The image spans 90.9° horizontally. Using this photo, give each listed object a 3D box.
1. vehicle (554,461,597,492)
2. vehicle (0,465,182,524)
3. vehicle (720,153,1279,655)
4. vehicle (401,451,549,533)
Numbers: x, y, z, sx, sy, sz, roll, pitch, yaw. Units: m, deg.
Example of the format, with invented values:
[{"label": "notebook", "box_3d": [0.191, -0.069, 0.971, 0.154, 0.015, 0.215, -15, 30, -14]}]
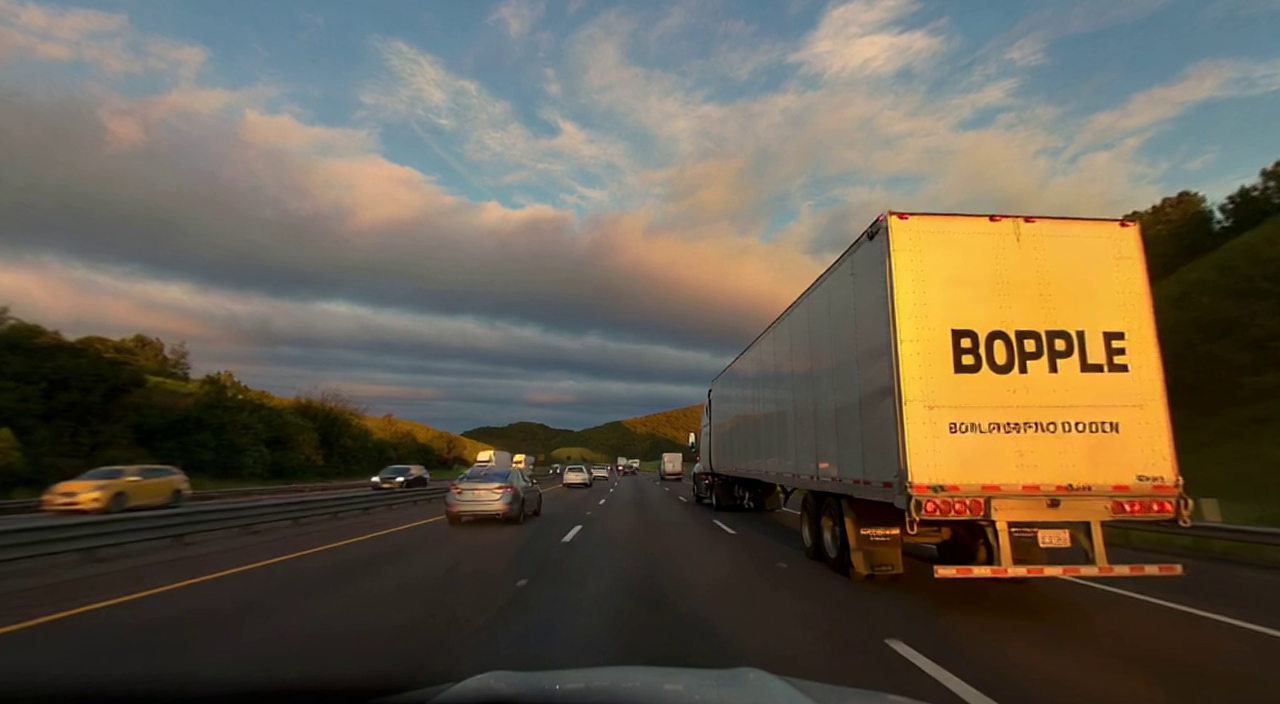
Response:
[{"label": "vehicle", "box_3d": [-3.784, 7.385, 37.484, 2.063, 1.671, 4.197, 1, -11, 0]}, {"label": "vehicle", "box_3d": [-15.581, 4.034, 18.188, 1.748, 1.484, 3.887, 1, -11, 0]}, {"label": "vehicle", "box_3d": [3.896, 1.573, 12.030, 2.839, 4.062, 14.051, 1, -11, 0]}, {"label": "vehicle", "box_3d": [-3.606, 3.215, 14.881, 2.088, 1.566, 4.853, 1, -11, 1]}]
